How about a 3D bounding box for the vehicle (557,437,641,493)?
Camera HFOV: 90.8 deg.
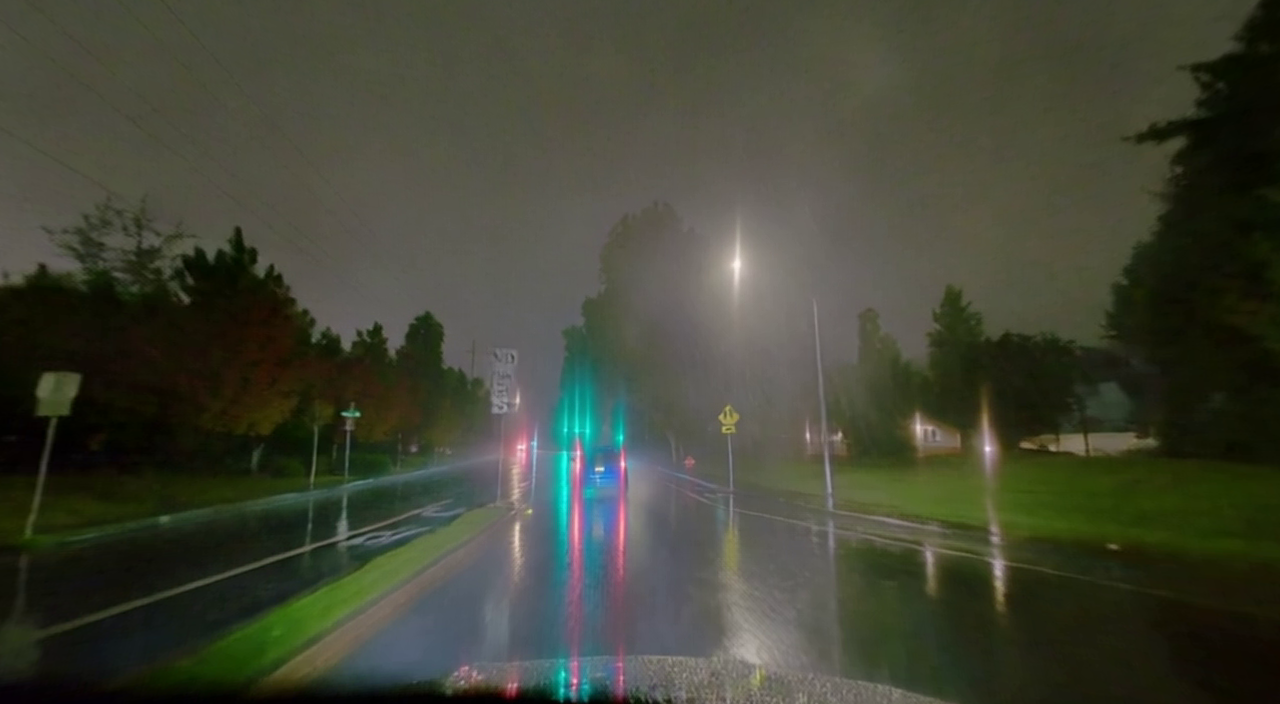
[{"bbox_3d":[-1.284,3.443,19.655,2.295,1.510,4.364,1,-8,-4],"label":"vehicle"}]
